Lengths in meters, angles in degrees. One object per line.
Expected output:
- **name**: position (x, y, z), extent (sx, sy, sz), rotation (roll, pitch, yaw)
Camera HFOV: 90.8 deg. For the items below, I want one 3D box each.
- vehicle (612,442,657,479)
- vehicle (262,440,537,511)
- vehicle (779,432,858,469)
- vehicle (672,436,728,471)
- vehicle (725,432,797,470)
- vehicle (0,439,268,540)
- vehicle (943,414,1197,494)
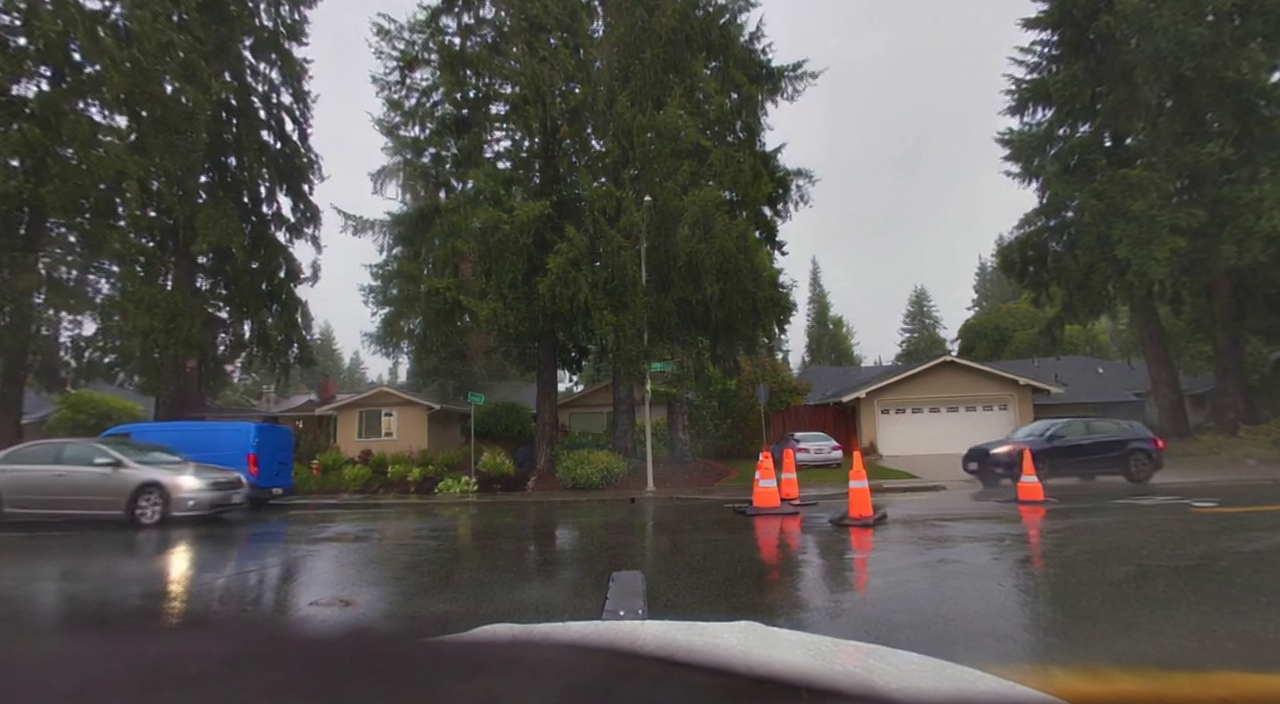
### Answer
- **vehicle**: position (-0.302, 4.756, 27.931), extent (1.648, 1.430, 3.654), rotation (4, -9, -4)
- **vehicle**: position (-6.382, 3.400, 17.817), extent (6.643, 1.777, 2.925), rotation (1, -8, -5)
- **vehicle**: position (8.063, 4.493, 28.946), extent (1.893, 1.529, 4.422), rotation (1, -9, -7)
- **vehicle**: position (2.593, 4.538, 28.373), extent (1.745, 1.461, 4.074), rotation (1, -8, -6)
- **vehicle**: position (5.340, 4.462, 28.494), extent (2.007, 1.555, 4.204), rotation (1, -9, -7)
- **vehicle**: position (-9.495, 2.312, 10.997), extent (4.684, 1.556, 2.087), rotation (0, -8, -1)
- **vehicle**: position (10.804, 2.587, 16.162), extent (5.047, 1.851, 2.103), rotation (1, -9, -5)
